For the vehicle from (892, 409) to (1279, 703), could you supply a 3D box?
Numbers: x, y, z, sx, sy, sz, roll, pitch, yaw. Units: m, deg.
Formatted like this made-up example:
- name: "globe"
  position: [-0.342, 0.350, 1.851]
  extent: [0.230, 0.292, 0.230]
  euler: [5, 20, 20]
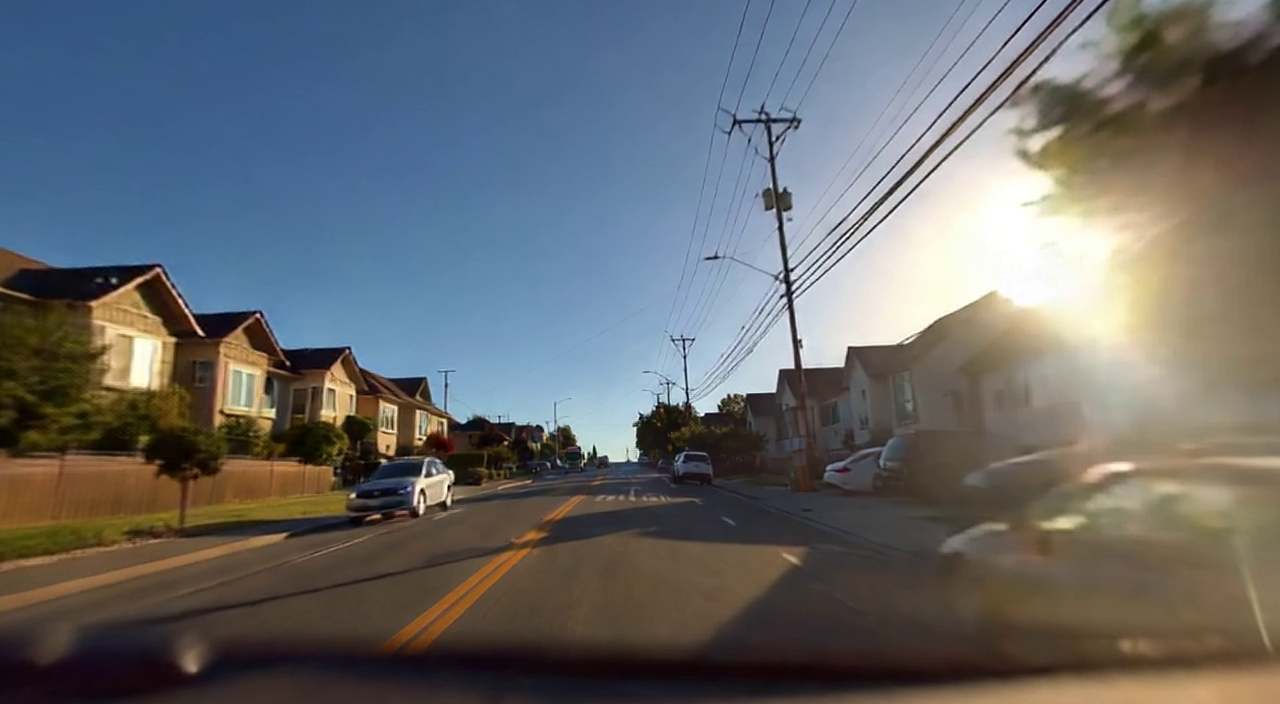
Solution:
- name: "vehicle"
  position: [3.193, 1.081, 2.994]
  extent: [2.076, 1.513, 4.305]
  euler: [0, -9, -2]

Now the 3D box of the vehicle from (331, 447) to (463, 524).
- name: "vehicle"
  position: [-6.574, 3.653, 17.750]
  extent: [2.056, 1.741, 4.532]
  euler: [-3, -10, -2]

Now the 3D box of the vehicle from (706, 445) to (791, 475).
- name: "vehicle"
  position: [7.185, 7.208, 42.337]
  extent: [5.288, 1.871, 2.148]
  euler: [0, -9, 0]

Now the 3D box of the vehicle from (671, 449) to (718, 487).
- name: "vehicle"
  position: [2.711, 5.823, 32.025]
  extent: [1.945, 1.792, 3.903]
  euler: [0, -9, -1]
